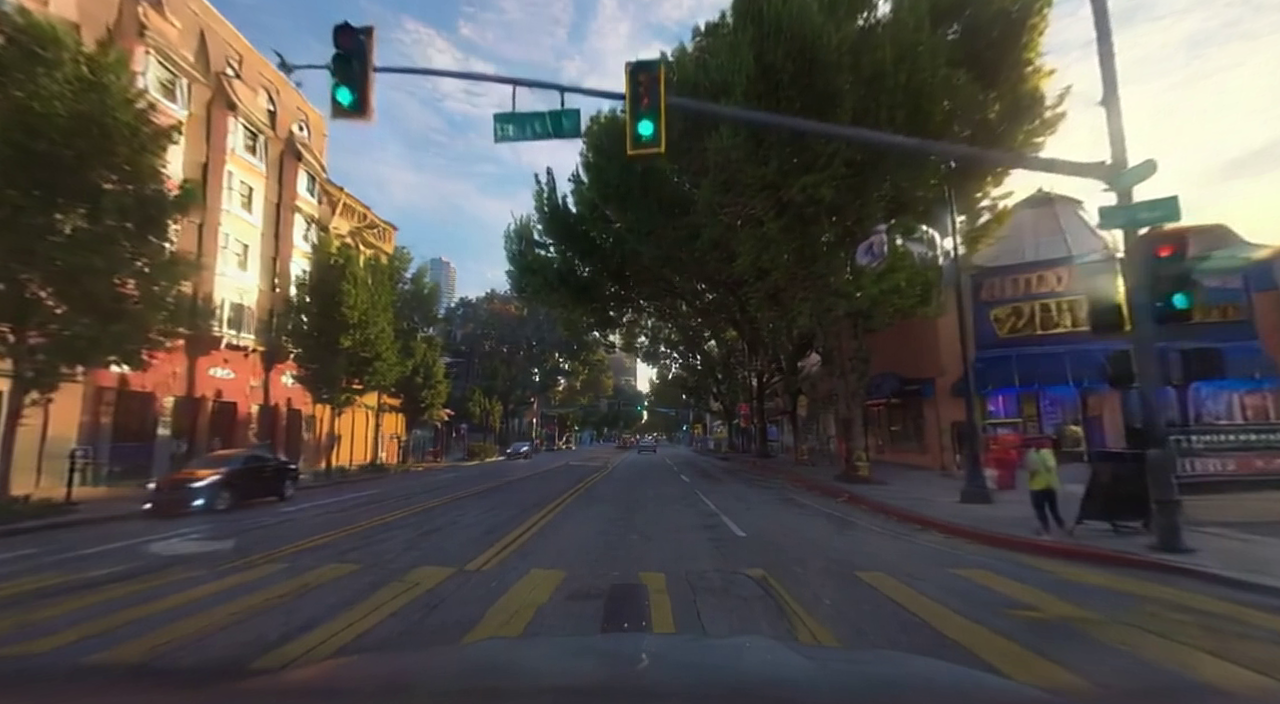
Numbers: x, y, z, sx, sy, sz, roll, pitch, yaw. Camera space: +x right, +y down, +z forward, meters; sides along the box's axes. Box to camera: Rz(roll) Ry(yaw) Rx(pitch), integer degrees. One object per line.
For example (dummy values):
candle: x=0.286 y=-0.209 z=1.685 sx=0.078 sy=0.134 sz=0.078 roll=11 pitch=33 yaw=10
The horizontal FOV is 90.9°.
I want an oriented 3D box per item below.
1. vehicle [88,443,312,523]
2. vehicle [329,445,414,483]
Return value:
vehicle: x=-9.263 y=2.744 z=13.794 sx=1.913 sy=1.457 sz=4.048 roll=0 pitch=-8 yaw=1
vehicle: x=-12.057 y=5.044 z=28.610 sx=1.960 sy=1.554 sz=4.050 roll=0 pitch=-8 yaw=1
